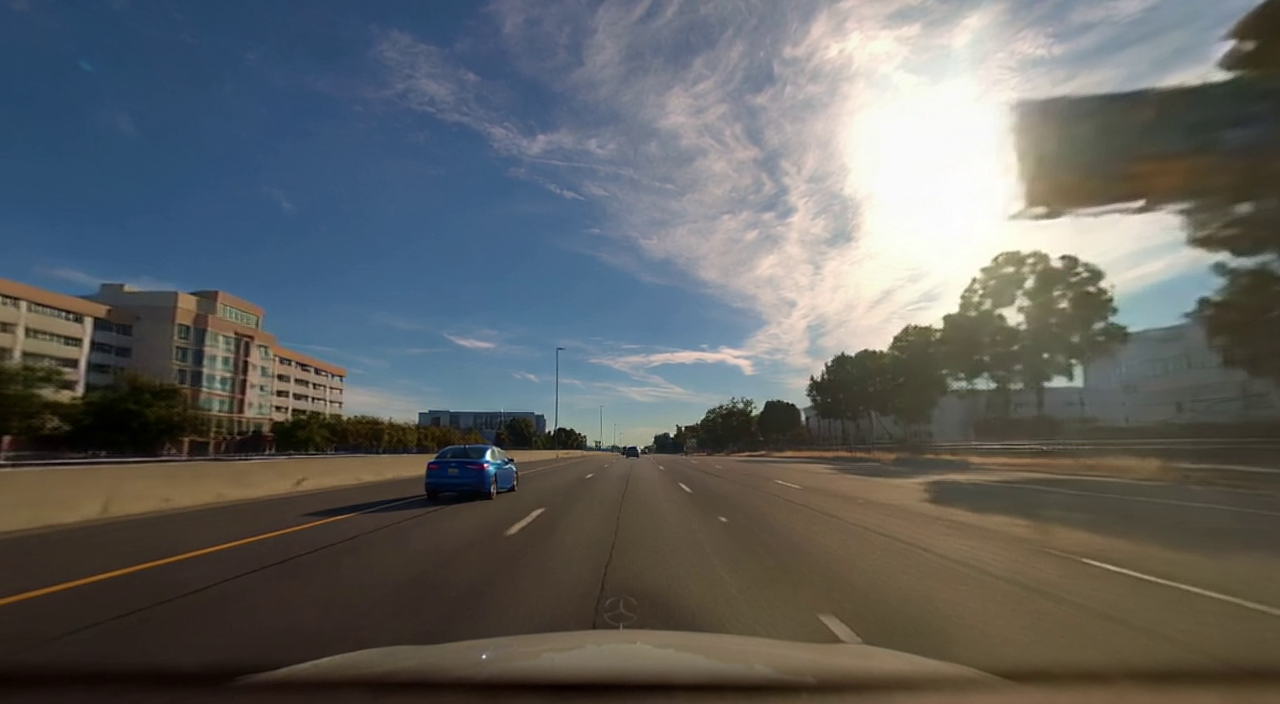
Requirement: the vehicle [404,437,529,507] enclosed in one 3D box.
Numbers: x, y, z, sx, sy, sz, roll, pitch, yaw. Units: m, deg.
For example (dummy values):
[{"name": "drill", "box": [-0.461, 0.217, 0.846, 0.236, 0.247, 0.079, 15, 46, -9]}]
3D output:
[{"name": "vehicle", "box": [-4.168, 2.951, 16.018, 1.900, 1.492, 4.495, 0, -8, 0]}]
